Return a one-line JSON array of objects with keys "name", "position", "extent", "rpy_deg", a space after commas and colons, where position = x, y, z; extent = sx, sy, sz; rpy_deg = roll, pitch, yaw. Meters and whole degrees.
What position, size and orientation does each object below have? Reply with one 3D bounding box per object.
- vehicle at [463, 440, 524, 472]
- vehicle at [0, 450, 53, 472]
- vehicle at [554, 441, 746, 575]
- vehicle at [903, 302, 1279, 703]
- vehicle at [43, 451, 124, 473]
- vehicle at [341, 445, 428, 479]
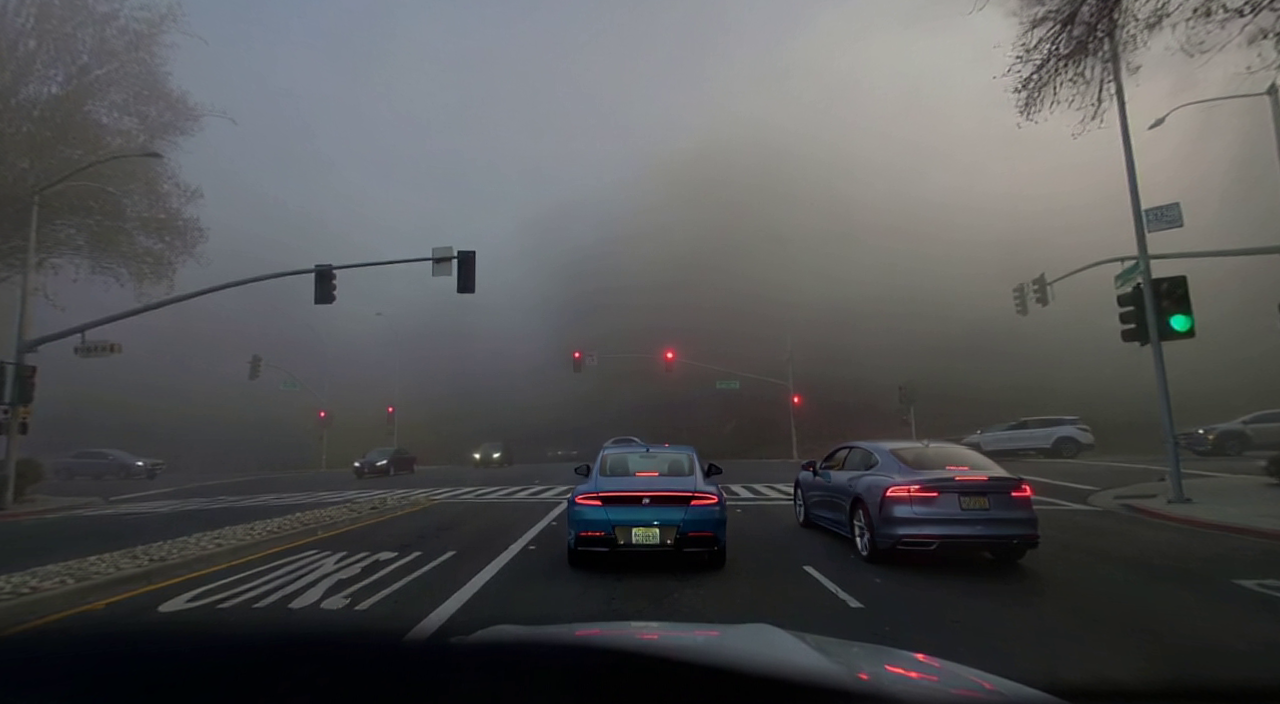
[{"name": "vehicle", "position": [-8.036, 5.770, 35.135], "extent": [2.091, 1.651, 4.870], "rpy_deg": [-1, -8, 2]}, {"name": "vehicle", "position": [-46.317, 7.966, 46.156], "extent": [4.545, 1.558, 1.833], "rpy_deg": [0, -8, -3]}, {"name": "vehicle", "position": [0.122, 1.877, 8.393], "extent": [1.945, 1.343, 3.827], "rpy_deg": [0, -8, 1]}, {"name": "vehicle", "position": [3.108, 0.806, 2.526], "extent": [2.143, 1.759, 4.531], "rpy_deg": [0, -8, 0]}, {"name": "vehicle", "position": [-41.271, 8.153, 46.803], "extent": [4.195, 1.533, 1.752], "rpy_deg": [0, -8, -3]}, {"name": "vehicle", "position": [-11.812, 5.103, 29.515], "extent": [2.053, 1.436, 4.494], "rpy_deg": [0, -8, 2]}]
